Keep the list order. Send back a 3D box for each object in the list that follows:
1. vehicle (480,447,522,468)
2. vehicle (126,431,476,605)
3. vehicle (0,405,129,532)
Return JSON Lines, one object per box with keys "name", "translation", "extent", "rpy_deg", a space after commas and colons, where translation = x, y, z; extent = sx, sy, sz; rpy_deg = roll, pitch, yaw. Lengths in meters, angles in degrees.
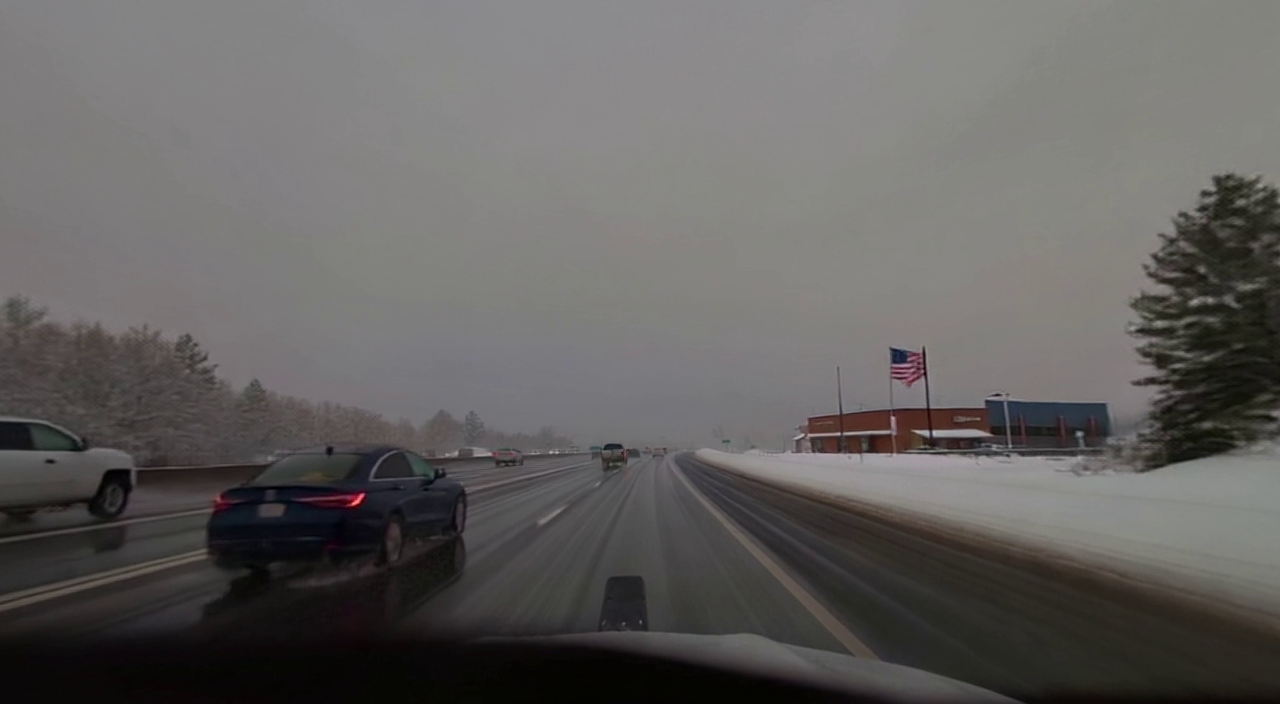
{"name": "vehicle", "translation": [-10.230, 7.799, 46.834], "extent": [1.927, 1.454, 4.395], "rpy_deg": [-1, -8, 3]}
{"name": "vehicle", "translation": [-3.509, 1.760, 7.641], "extent": [1.896, 1.491, 4.146], "rpy_deg": [0, -8, 0]}
{"name": "vehicle", "translation": [-11.137, 1.769, 9.446], "extent": [2.284, 1.966, 5.406], "rpy_deg": [-1, -8, 2]}
